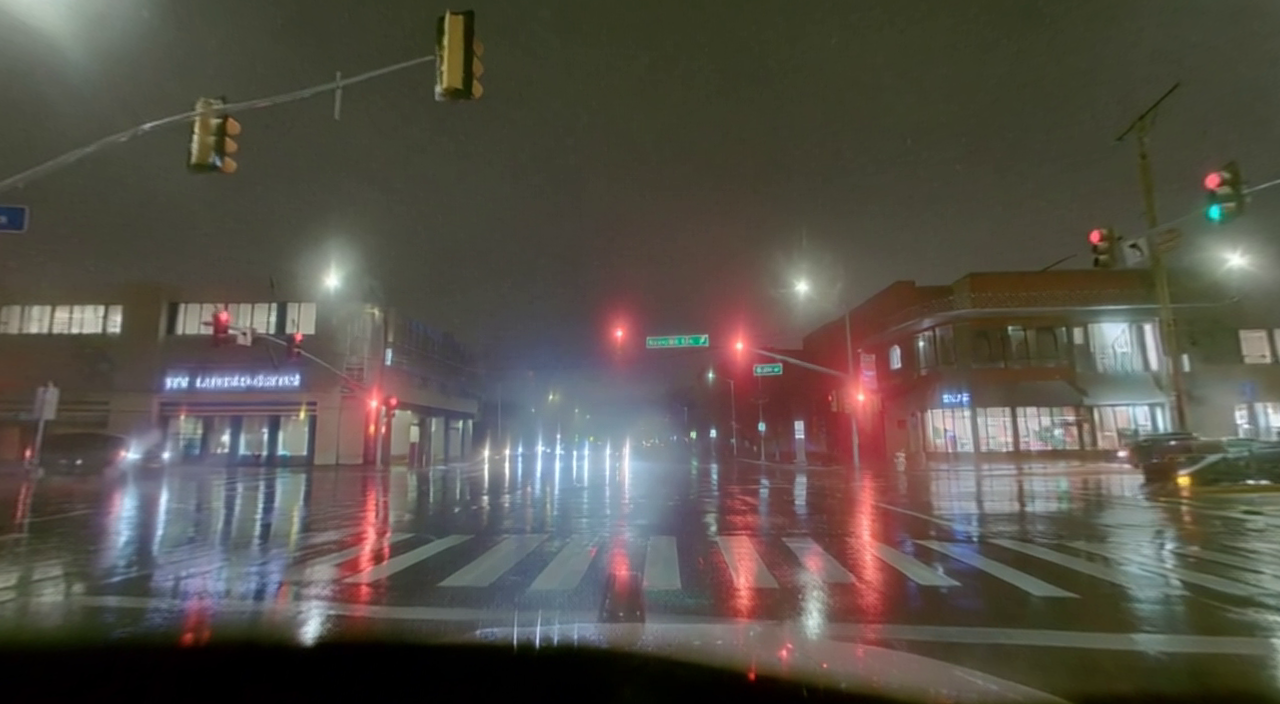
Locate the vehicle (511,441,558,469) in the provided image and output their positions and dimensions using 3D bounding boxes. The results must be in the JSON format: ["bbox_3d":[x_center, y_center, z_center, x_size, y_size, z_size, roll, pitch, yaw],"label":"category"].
[{"bbox_3d":[-6.793,6.659,41.035,2.181,1.703,4.512,0,-8,1],"label":"vehicle"}]

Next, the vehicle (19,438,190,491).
[{"bbox_3d":[-21.150,4.416,25.045,5.161,1.910,2.275,-2,-9,11],"label":"vehicle"}]

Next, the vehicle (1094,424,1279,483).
[{"bbox_3d":[15.409,2.718,17.038,4.651,1.463,1.880,-1,-9,9],"label":"vehicle"}]

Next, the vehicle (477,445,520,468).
[{"bbox_3d":[-9.869,7.321,44.393,2.106,1.505,4.228,0,-8,0],"label":"vehicle"}]
